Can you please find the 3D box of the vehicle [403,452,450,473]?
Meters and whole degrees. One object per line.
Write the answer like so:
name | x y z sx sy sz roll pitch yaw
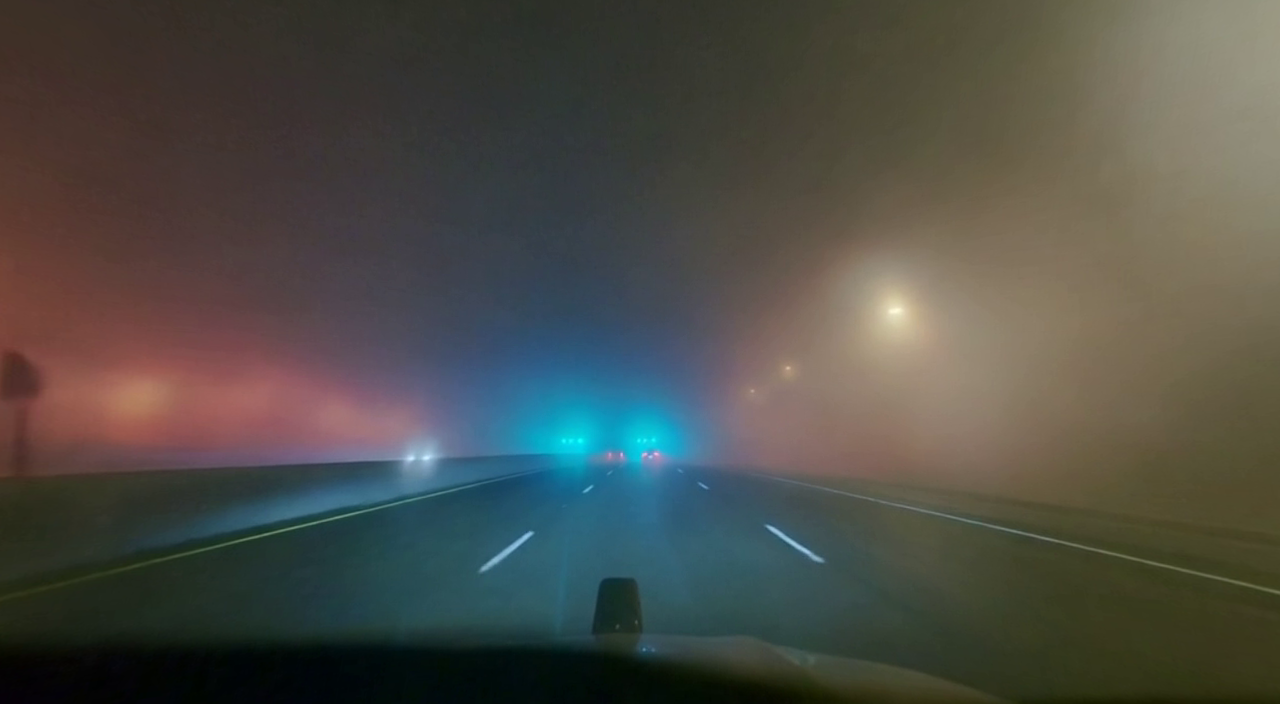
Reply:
vehicle | -16.545 8.570 48.912 1.924 1.472 4.644 -1 -9 1
